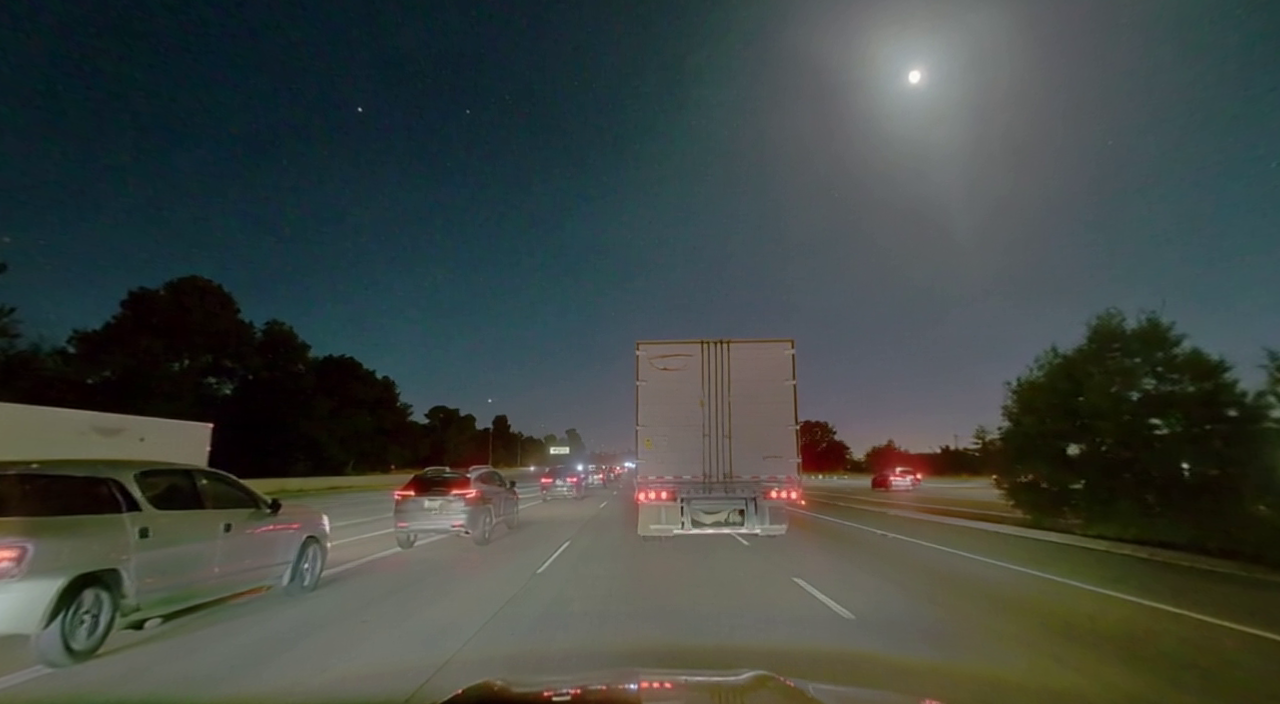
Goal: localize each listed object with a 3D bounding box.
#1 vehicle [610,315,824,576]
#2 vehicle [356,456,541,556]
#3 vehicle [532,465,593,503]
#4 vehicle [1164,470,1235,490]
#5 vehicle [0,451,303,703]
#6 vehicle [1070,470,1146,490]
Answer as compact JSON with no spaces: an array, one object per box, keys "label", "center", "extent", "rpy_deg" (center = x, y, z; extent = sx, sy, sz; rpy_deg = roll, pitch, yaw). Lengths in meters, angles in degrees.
[{"label":"vehicle","center":[1.171,2.011,12.934],"extent":[2.831,3.529,8.689],"rpy_deg":[0,-11,2]},{"label":"vehicle","center":[-3.366,2.845,12.221],"extent":[1.983,1.509,4.679],"rpy_deg":[0,-11,2]},{"label":"vehicle","center":[-3.319,5.789,27.861],"extent":[1.964,1.482,4.371],"rpy_deg":[0,-11,2]},{"label":"vehicle","center":[43.691,9.973,49.231],"extent":[3.974,1.485,1.709],"rpy_deg":[1,-11,-4]},{"label":"vehicle","center":[-4.237,1.273,3.586],"extent":[2.043,1.391,4.515],"rpy_deg":[0,-11,1]},{"label":"vehicle","center":[36.468,10.009,49.218],"extent":[4.299,1.465,1.807],"rpy_deg":[-1,-11,8]}]
